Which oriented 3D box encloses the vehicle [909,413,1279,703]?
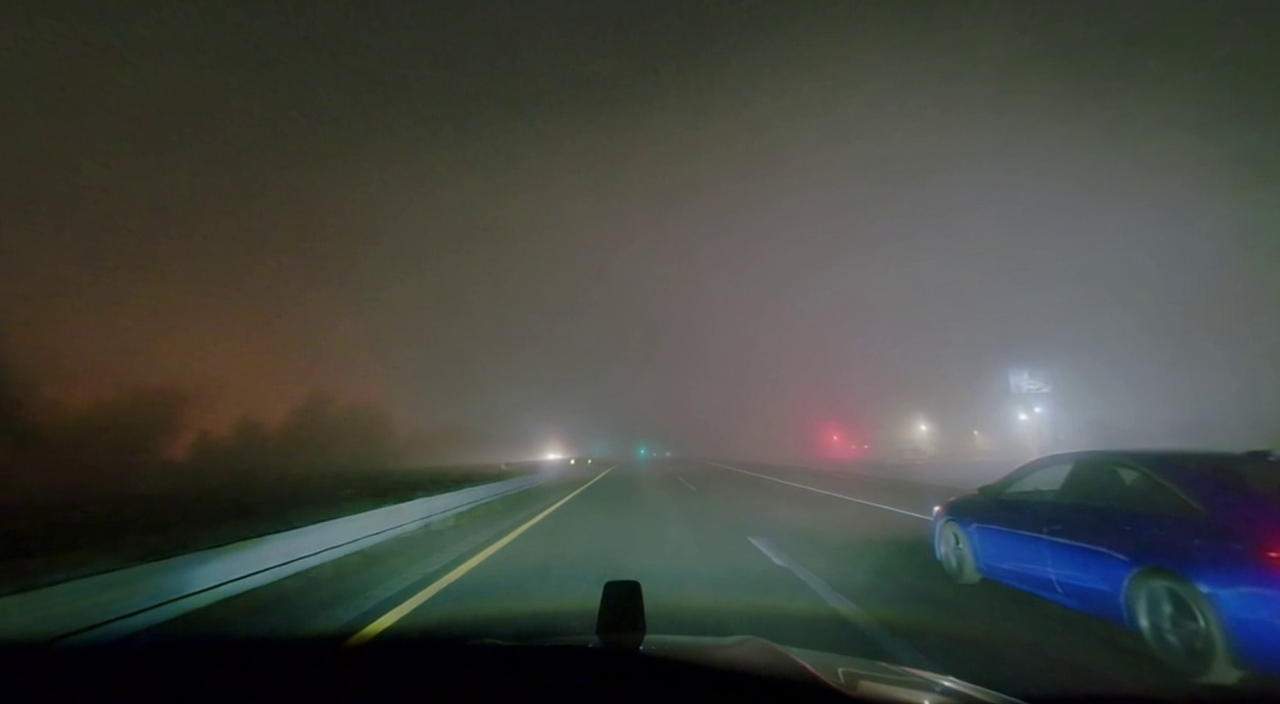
[{"bbox_3d":[4.139,1.303,4.790,2.053,1.490,4.799,0,-8,0],"label":"vehicle"}]
